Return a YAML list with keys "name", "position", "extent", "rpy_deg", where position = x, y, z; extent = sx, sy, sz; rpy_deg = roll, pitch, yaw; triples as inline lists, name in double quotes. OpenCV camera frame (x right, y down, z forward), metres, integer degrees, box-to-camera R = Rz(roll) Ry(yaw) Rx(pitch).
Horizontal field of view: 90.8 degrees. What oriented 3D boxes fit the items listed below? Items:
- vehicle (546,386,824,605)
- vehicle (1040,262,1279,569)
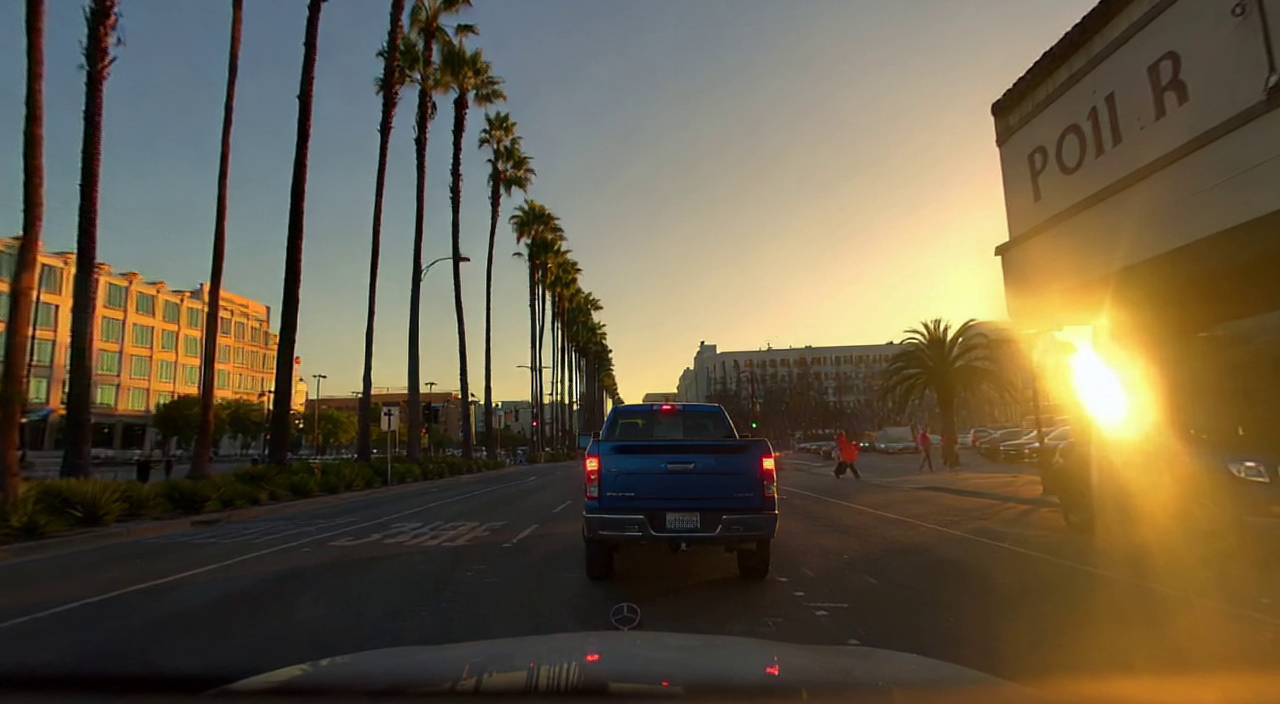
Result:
- name: "vehicle"
  position: [0.406, 1.589, 7.986]
  extent: [2.311, 1.819, 5.255]
  rpy_deg: [0, -8, 1]
- name: "vehicle"
  position: [7.918, 0.892, 8.610]
  extent: [2.666, 3.345, 3.622]
  rpy_deg: [-1, -9, 8]
